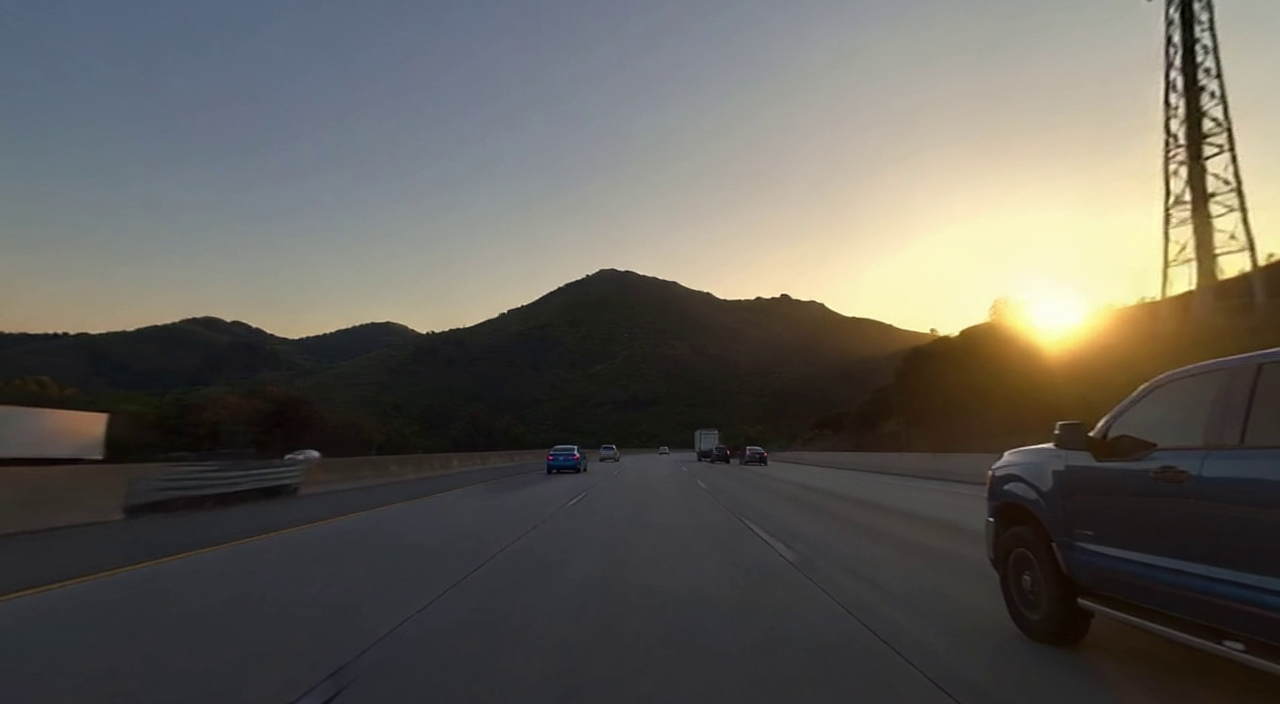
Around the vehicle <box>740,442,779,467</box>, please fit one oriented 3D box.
[{"bbox_3d":[8.560,7.384,45.604,1.986,1.633,4.430,0,-8,0],"label":"vehicle"}]

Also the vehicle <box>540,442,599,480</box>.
[{"bbox_3d":[-3.283,5.173,30.255,2.113,1.636,4.494,-1,-8,2],"label":"vehicle"}]

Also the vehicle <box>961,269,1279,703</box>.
[{"bbox_3d":[3.435,0.611,2.048,2.098,1.925,5.171,0,-8,1],"label":"vehicle"}]

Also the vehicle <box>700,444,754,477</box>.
[{"bbox_3d":[4.183,5.299,31.152,2.046,1.471,4.333,0,-8,0],"label":"vehicle"}]

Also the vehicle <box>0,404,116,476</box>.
[{"bbox_3d":[-38.287,5.025,36.075,2.910,4.089,15.404,-1,-8,2],"label":"vehicle"}]
